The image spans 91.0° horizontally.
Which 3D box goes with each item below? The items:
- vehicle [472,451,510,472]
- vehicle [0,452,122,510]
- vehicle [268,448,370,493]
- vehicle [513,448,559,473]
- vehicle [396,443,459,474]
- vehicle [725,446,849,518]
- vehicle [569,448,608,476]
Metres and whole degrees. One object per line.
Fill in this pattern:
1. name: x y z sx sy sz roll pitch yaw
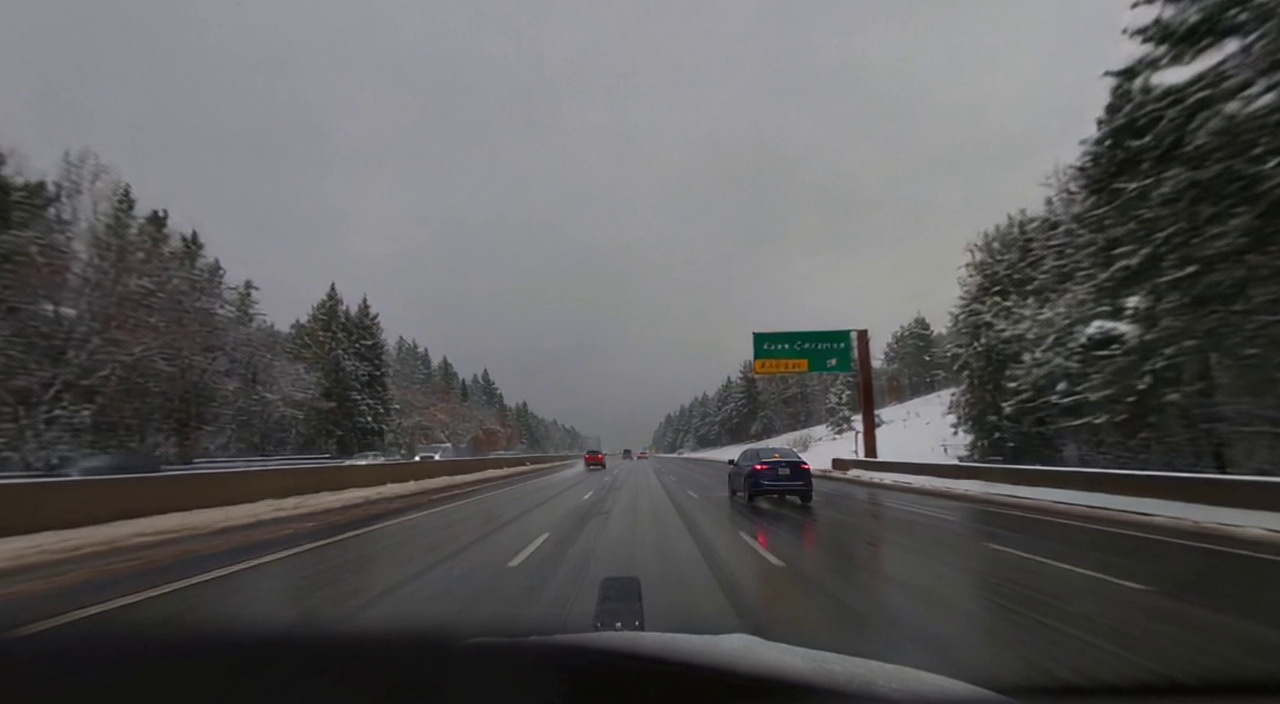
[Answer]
1. vehicle: -11.253 8.249 47.637 1.868 1.435 3.659 1 -9 2
2. vehicle: -18.090 3.700 18.420 1.881 1.508 4.584 0 -9 1
3. vehicle: -11.745 4.327 23.309 1.767 1.457 3.697 1 -9 0
4. vehicle: -6.710 7.046 41.153 2.107 1.541 4.713 1 -9 1
5. vehicle: -14.692 7.371 43.922 2.313 1.980 5.831 1 -9 1
6. vehicle: 3.384 3.060 15.388 1.979 1.486 4.125 1 -9 -1
7. vehicle: -3.111 6.791 39.099 2.030 1.563 4.389 1 -9 0
